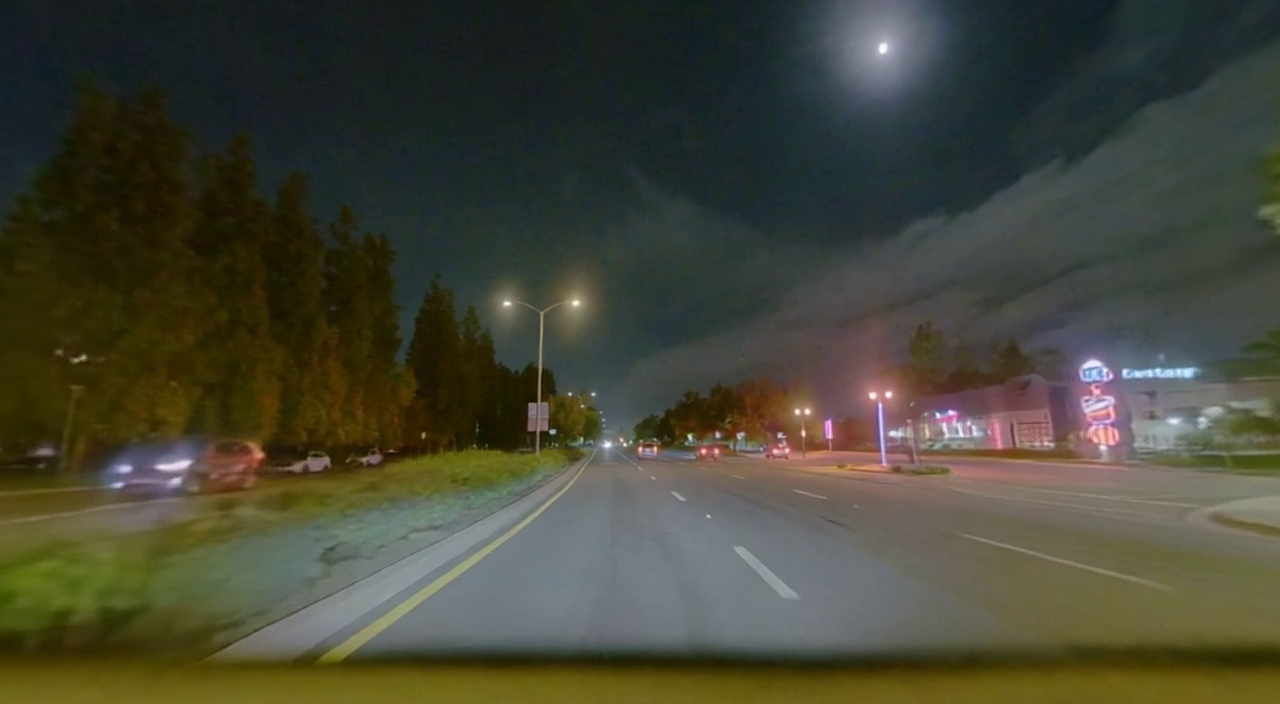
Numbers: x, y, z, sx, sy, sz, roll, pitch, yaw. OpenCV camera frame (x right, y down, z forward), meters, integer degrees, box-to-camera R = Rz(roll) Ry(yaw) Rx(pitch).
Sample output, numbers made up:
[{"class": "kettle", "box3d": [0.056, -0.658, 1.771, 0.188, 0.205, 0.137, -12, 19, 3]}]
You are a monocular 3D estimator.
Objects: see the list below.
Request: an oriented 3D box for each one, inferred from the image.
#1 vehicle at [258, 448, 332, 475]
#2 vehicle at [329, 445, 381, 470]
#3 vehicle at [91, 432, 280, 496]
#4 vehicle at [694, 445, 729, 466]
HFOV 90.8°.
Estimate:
[{"class": "vehicle", "box3d": [-20.569, 6.542, 37.936, 1.915, 1.477, 4.773, 0, -8, -2]}, {"class": "vehicle", "box3d": [-21.089, 7.794, 46.956, 1.957, 1.643, 4.460, 0, -7, -3]}, {"class": "vehicle", "box3d": [-14.295, 3.545, 20.420, 2.058, 1.770, 5.291, -1, -8, 1]}, {"class": "vehicle", "box3d": [5.293, 7.701, 47.285, 1.876, 1.474, 4.126, 0, -8, -5]}]
